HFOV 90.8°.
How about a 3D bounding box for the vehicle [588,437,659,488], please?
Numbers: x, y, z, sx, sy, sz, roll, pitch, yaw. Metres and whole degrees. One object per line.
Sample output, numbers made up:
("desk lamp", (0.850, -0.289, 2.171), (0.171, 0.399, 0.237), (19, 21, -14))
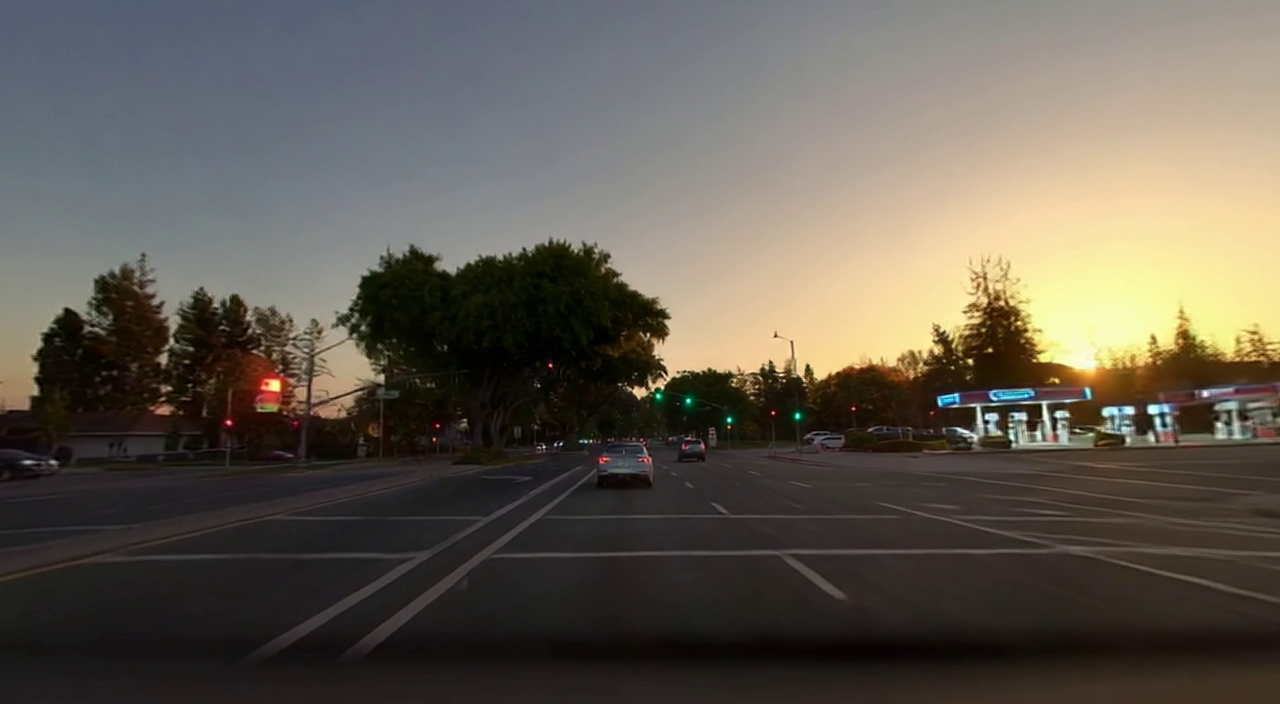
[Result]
("vehicle", (-0.491, 3.485, 20.169), (2.040, 1.451, 3.736), (0, -9, 0))

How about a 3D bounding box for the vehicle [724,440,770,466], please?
("vehicle", (6.281, 6.002, 37.692), (1.890, 1.489, 4.396), (0, -9, -1))
